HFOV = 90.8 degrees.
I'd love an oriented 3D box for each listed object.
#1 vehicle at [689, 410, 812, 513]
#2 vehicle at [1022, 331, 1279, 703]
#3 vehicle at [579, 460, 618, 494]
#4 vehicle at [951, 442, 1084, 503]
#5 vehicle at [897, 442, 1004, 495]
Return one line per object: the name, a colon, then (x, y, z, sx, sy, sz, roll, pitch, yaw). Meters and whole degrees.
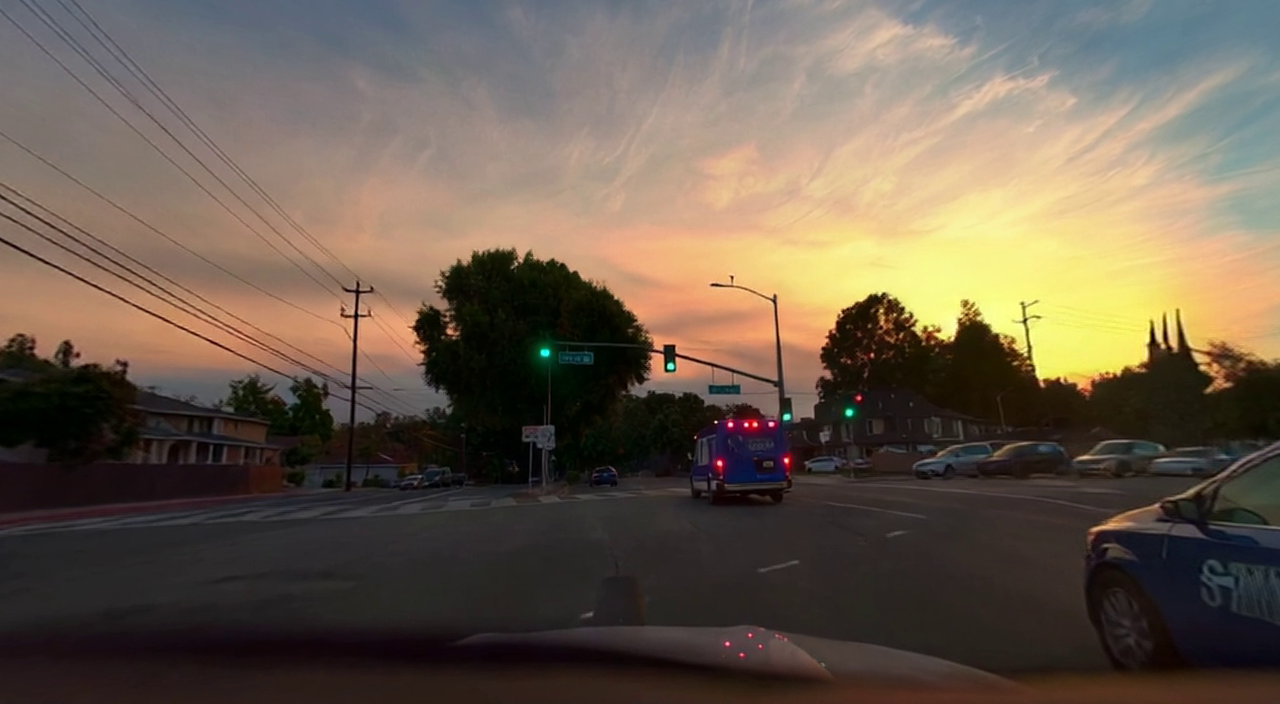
vehicle: (3.121, 3.273, 19.428, 2.406, 2.687, 5.521, 0, -8, -4)
vehicle: (4.180, 0.808, 2.639, 2.194, 1.922, 4.822, 0, -8, 1)
vehicle: (-2.453, 7.163, 36.512, 2.114, 1.707, 3.725, 1, -8, -5)
vehicle: (12.011, 3.699, 19.960, 4.897, 1.675, 2.032, 7, -11, -40)
vehicle: (12.456, 4.530, 25.170, 4.994, 1.869, 2.106, 8, -12, -43)
